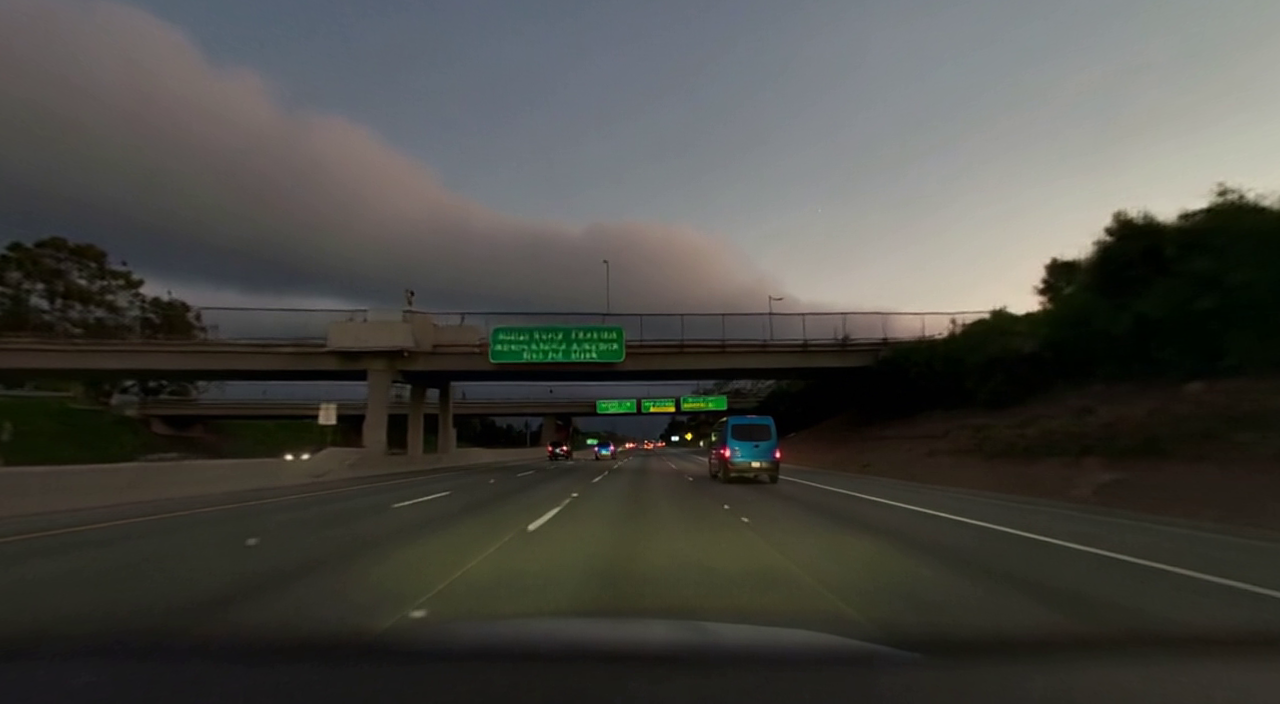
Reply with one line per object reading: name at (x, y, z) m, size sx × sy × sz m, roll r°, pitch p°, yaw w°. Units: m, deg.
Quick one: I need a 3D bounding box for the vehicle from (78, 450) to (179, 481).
vehicle at (-30.096, 6.637, 37.329) m, size 1.916 × 1.646 × 4.817 m, roll 0°, pitch -8°, yaw 0°

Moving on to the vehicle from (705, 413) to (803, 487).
vehicle at (3.779, 3.413, 22.043) m, size 2.347 × 2.234 × 5.352 m, roll 0°, pitch -8°, yaw -1°

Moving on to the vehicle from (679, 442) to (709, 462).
vehicle at (4.085, 7.571, 47.977) m, size 1.883 × 1.456 × 4.044 m, roll 0°, pitch -8°, yaw -1°
